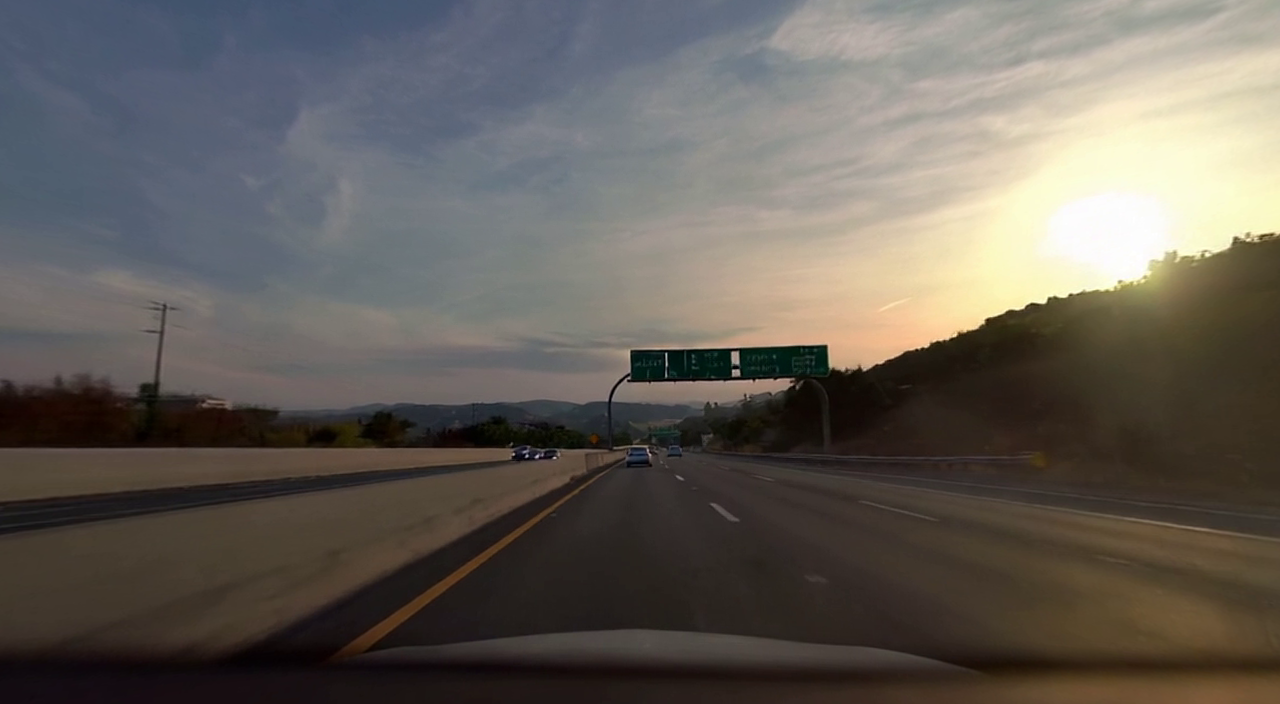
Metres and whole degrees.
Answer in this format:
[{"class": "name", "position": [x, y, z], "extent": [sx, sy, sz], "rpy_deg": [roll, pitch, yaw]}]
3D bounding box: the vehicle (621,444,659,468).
[{"class": "vehicle", "position": [0.047, 7.209, 43.594], "extent": [2.084, 1.594, 4.219], "rpy_deg": [-2, -9, 8]}]
